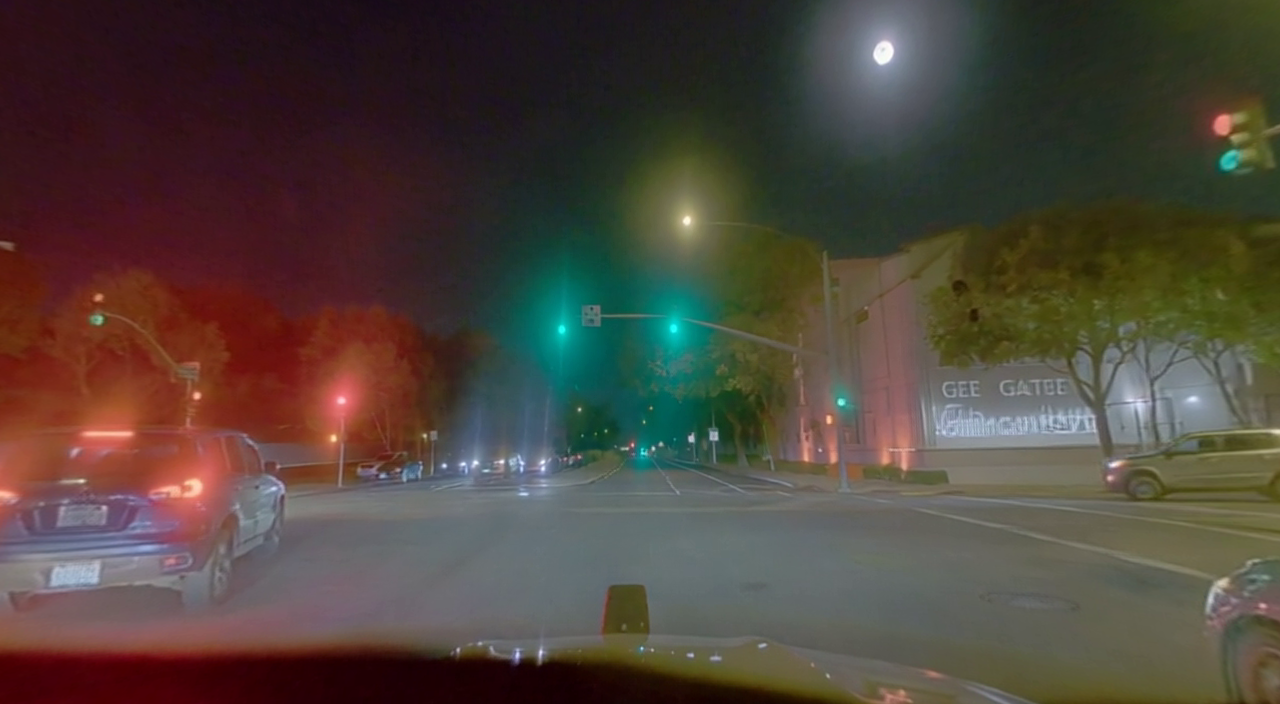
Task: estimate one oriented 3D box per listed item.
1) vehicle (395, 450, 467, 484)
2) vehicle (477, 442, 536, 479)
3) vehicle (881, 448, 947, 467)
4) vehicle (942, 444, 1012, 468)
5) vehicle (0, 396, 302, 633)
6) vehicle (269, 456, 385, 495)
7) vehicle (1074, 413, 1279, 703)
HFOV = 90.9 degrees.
[{"bbox_3d":[-10.611,5.874,32.483,2.041,1.548,4.868,0,-8,0],"label":"vehicle"},{"bbox_3d":[-7.144,5.825,34.236,2.081,1.818,4.782,0,-8,1],"label":"vehicle"},{"bbox_3d":[20.551,7.929,47.365,4.120,1.340,1.654,-1,-8,5],"label":"vehicle"},{"bbox_3d":[21.485,6.628,40.212,3.576,1.425,1.702,2,-8,-11],"label":"vehicle"},{"bbox_3d":[-5.378,1.570,7.141,2.000,1.789,4.638,3,-9,-20],"label":"vehicle"},{"bbox_3d":[-13.654,5.388,27.881,2.011,1.480,4.747,-2,-9,12],"label":"vehicle"},{"bbox_3d":[3.568,0.849,1.516,1.966,1.490,4.429,0,-8,2],"label":"vehicle"}]
